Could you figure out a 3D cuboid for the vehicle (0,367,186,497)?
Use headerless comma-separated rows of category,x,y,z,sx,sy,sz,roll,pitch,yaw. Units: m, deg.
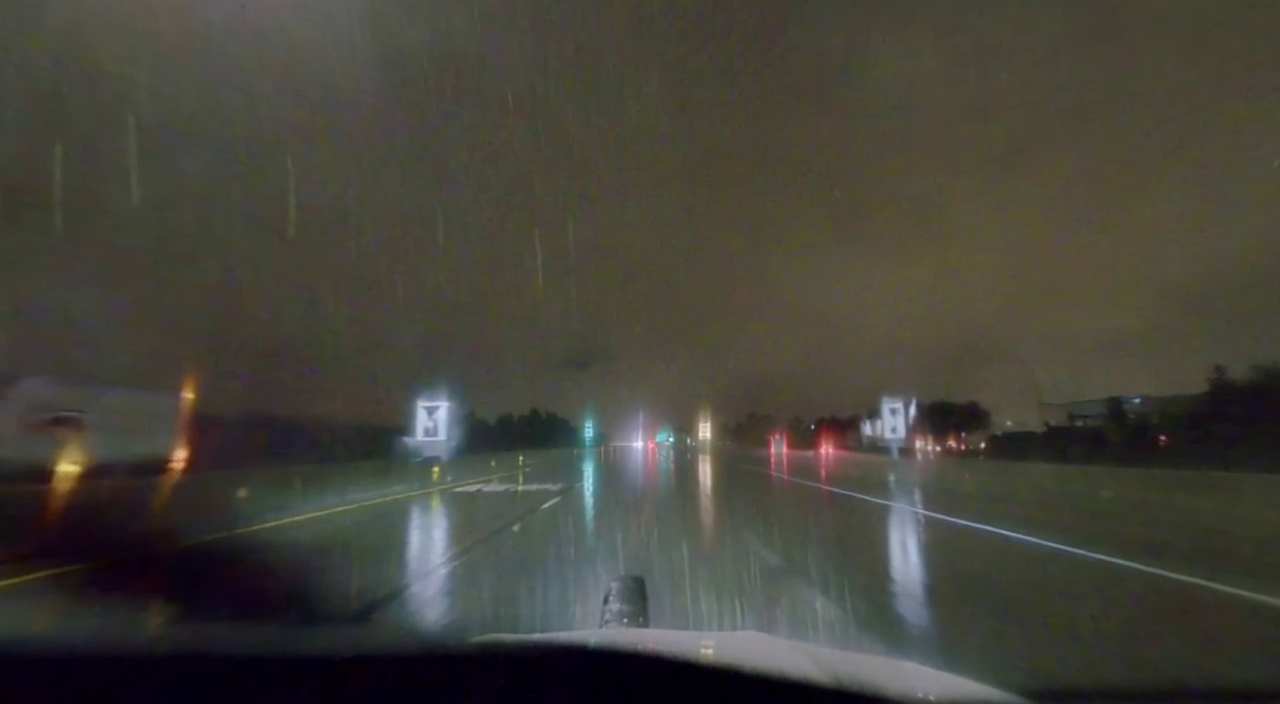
vehicle,-21.048,2.539,19.805,3.001,3.922,14.097,0,-8,0
